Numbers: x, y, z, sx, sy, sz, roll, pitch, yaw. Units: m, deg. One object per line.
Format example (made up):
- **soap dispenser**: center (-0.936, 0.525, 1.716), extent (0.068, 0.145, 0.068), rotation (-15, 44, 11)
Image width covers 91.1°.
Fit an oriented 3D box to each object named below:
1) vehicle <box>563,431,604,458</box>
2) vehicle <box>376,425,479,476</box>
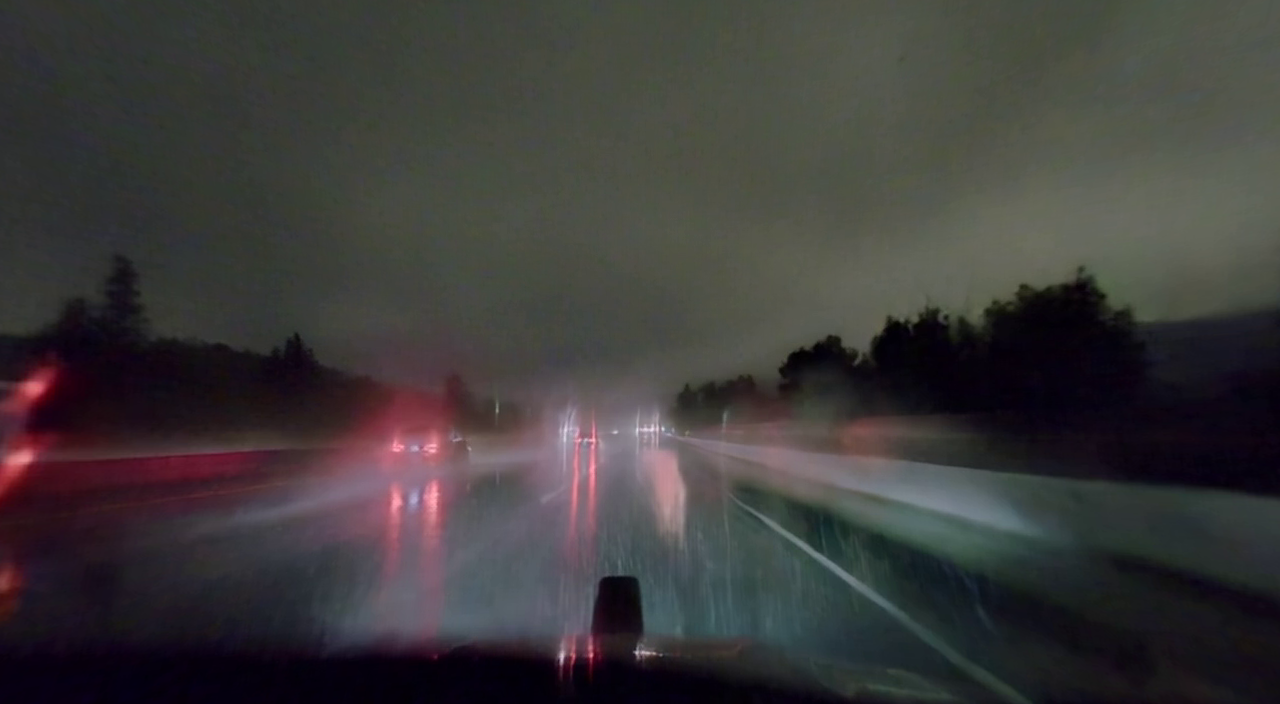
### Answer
- **vehicle**: center (-3.423, 5.687, 38.995), extent (2.064, 1.571, 4.225), rotation (0, -8, 1)
- **vehicle**: center (-7.425, 3.491, 22.524), extent (2.113, 1.632, 4.409), rotation (0, -8, 1)
